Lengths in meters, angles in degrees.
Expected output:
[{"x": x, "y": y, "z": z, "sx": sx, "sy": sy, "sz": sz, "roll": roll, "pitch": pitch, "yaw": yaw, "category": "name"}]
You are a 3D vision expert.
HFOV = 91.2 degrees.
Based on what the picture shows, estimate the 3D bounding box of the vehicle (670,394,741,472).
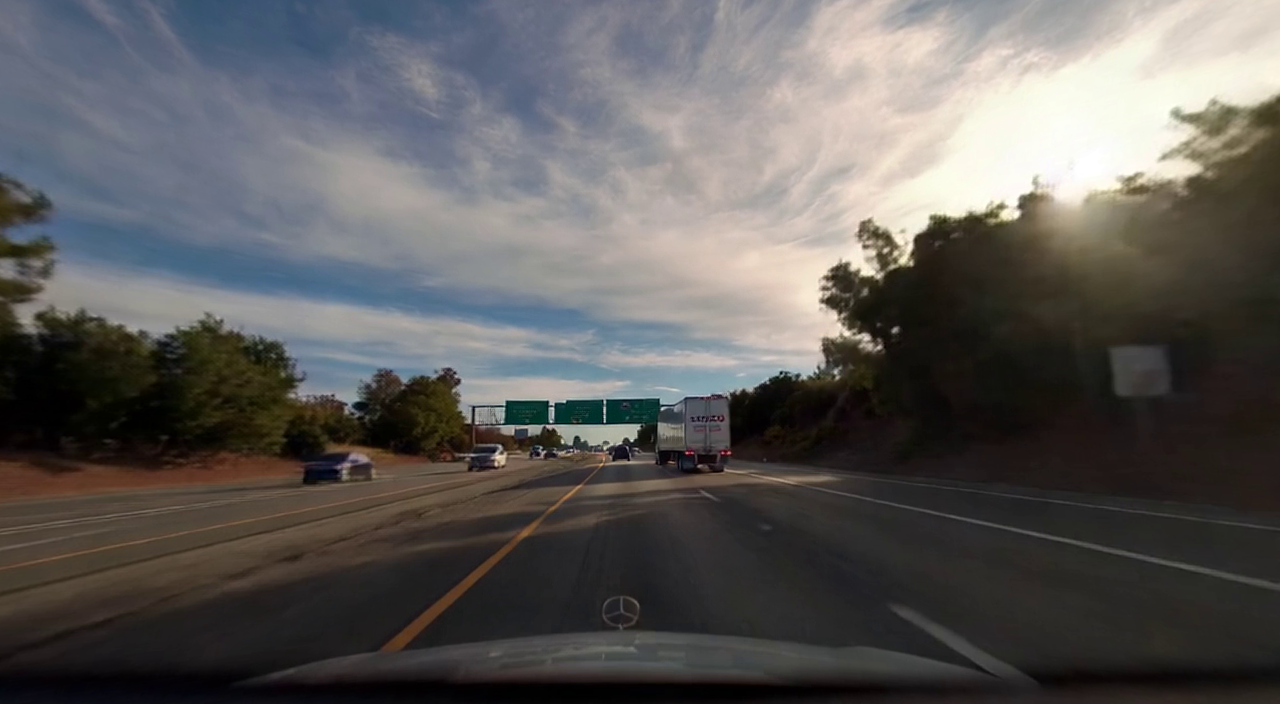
[{"x": 3.531, "y": 4.757, "z": 36.167, "sx": 2.892, "sy": 3.928, "sz": 8.380, "roll": 0, "pitch": -9, "yaw": -2, "category": "vehicle"}]

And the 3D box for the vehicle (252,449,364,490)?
[{"x": -13.274, "y": 4.689, "z": 25.425, "sx": 2.005, "sy": 1.449, "sz": 4.724, "roll": 0, "pitch": -9, "yaw": -1, "category": "vehicle"}]

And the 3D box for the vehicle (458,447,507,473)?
[{"x": -9.879, "y": 6.792, "z": 39.694, "sx": 1.957, "sy": 1.538, "sz": 4.733, "roll": 0, "pitch": -9, "yaw": -2, "category": "vehicle"}]
